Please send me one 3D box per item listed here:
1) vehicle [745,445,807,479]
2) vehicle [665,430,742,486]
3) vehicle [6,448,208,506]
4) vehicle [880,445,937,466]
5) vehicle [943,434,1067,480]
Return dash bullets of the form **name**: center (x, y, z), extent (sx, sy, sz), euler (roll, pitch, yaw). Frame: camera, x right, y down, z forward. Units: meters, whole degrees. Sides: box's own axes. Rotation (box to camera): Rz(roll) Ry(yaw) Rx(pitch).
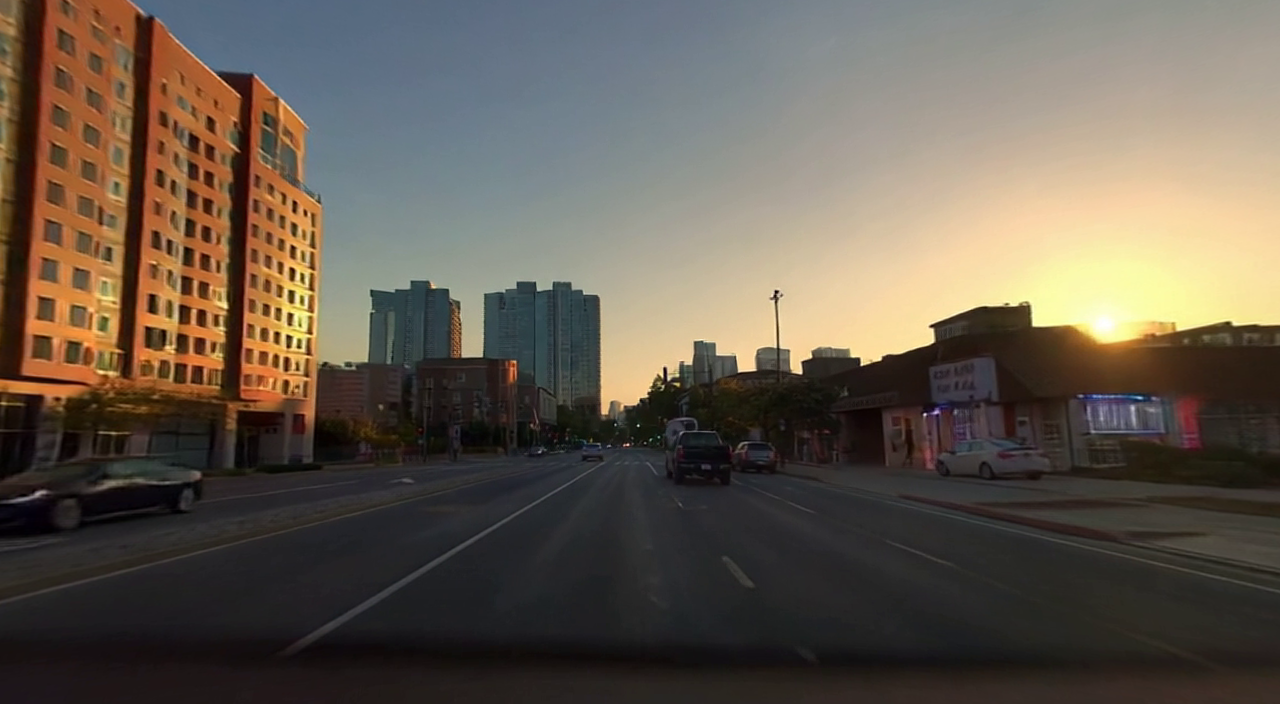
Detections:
- **vehicle**: center (6.244, 5.095, 29.499), extent (1.795, 1.459, 4.333), euler (0, -9, -2)
- **vehicle**: center (2.127, 3.790, 22.860), extent (2.130, 1.787, 5.126), euler (0, -9, -1)
- **vehicle**: center (-15.344, 3.576, 18.632), extent (2.019, 1.471, 4.513), euler (0, -9, 0)
- **vehicle**: center (19.513, 7.518, 46.072), extent (1.780, 1.474, 4.533), euler (1, -8, -6)
- **vehicle**: center (14.370, 4.160, 25.248), extent (1.975, 1.648, 4.451), euler (1, -9, -5)
